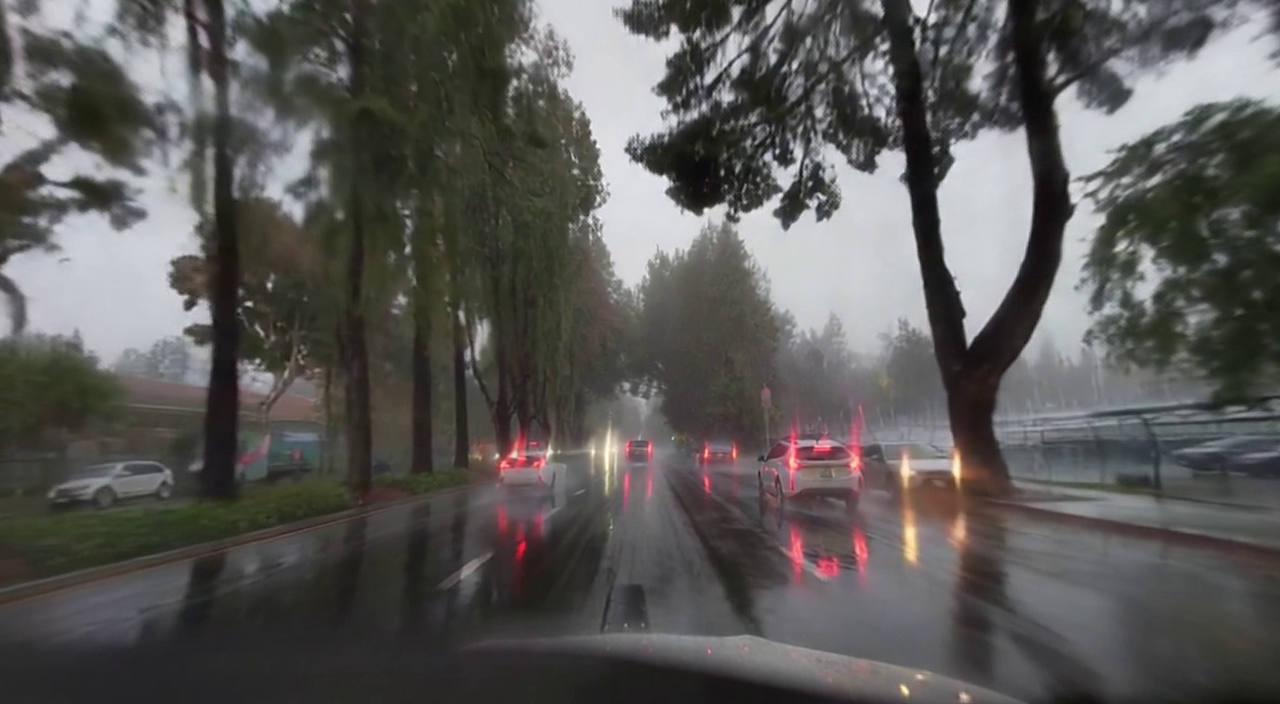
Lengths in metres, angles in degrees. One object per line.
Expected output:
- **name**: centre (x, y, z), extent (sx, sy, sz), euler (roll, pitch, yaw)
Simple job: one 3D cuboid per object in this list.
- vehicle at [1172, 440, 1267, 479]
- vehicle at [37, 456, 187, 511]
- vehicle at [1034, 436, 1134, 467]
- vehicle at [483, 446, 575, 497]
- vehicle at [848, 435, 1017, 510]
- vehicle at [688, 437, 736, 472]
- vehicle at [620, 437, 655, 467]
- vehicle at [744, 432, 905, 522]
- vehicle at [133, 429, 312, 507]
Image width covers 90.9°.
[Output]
- **vehicle**: centre (23.355, 4.280, 25.376), extent (3.658, 1.443, 1.869), euler (6, -10, -34)
- **vehicle**: centre (-22.600, 5.605, 27.352), extent (2.257, 1.909, 5.115), euler (-2, -8, -3)
- **vehicle**: centre (25.594, 5.733, 36.426), extent (2.122, 1.647, 4.283), euler (8, -11, -42)
- **vehicle**: centre (-3.172, 3.500, 18.869), extent (2.013, 1.354, 3.908), euler (0, -8, 1)
- **vehicle**: centre (6.753, 2.805, 15.221), extent (1.909, 1.512, 4.480), euler (0, -8, 0)
- **vehicle**: centre (3.762, 5.437, 33.607), extent (1.980, 1.709, 4.367), euler (0, -8, -1)
- **vehicle**: centre (-0.175, 6.744, 42.665), extent (2.247, 1.882, 4.603), euler (0, -8, 0)
- **vehicle**: centre (3.443, 2.404, 12.700), extent (1.919, 1.502, 4.232), euler (0, -8, 0)
- **vehicle**: centre (-22.998, 6.306, 35.915), extent (2.833, 3.735, 11.042), euler (0, -7, -1)
